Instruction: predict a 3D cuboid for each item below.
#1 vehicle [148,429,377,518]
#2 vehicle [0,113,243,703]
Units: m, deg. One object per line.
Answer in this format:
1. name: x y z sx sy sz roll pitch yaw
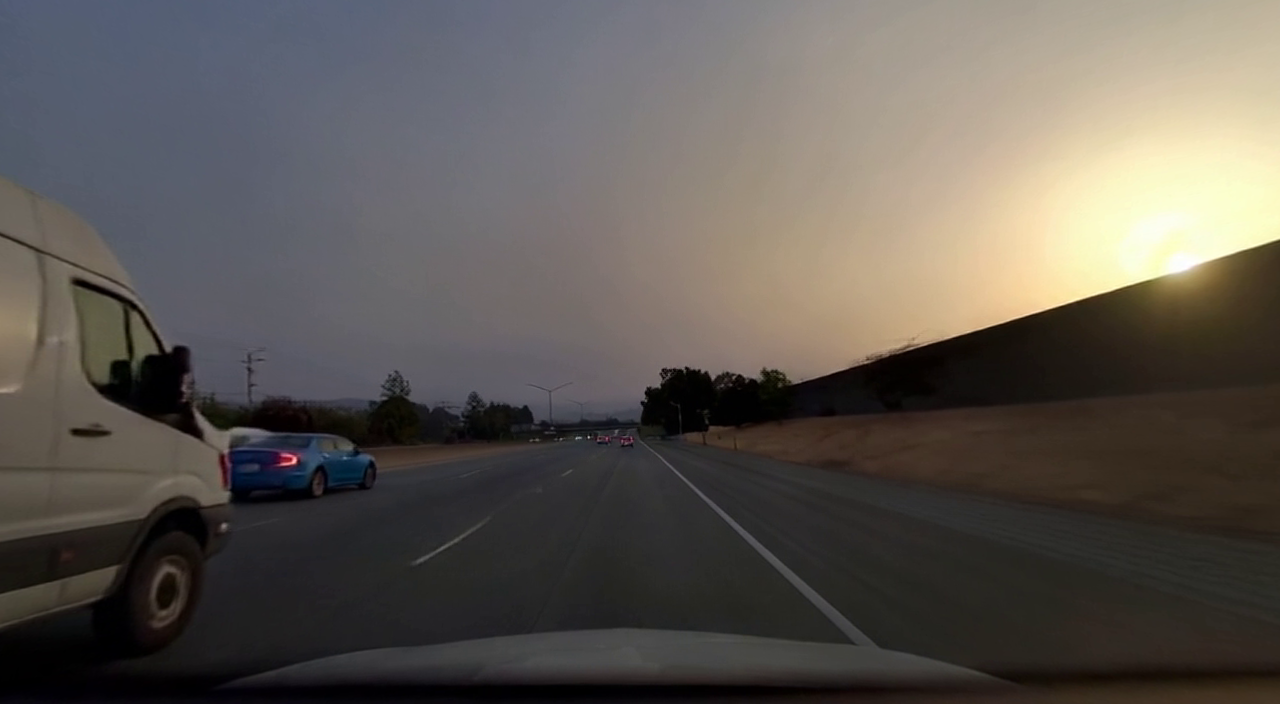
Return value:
1. vehicle: -7.192 2.318 12.659 1.949 1.465 4.318 0 -8 0
2. vehicle: -4.204 0.016 0.876 2.428 2.782 7.330 0 -8 0
